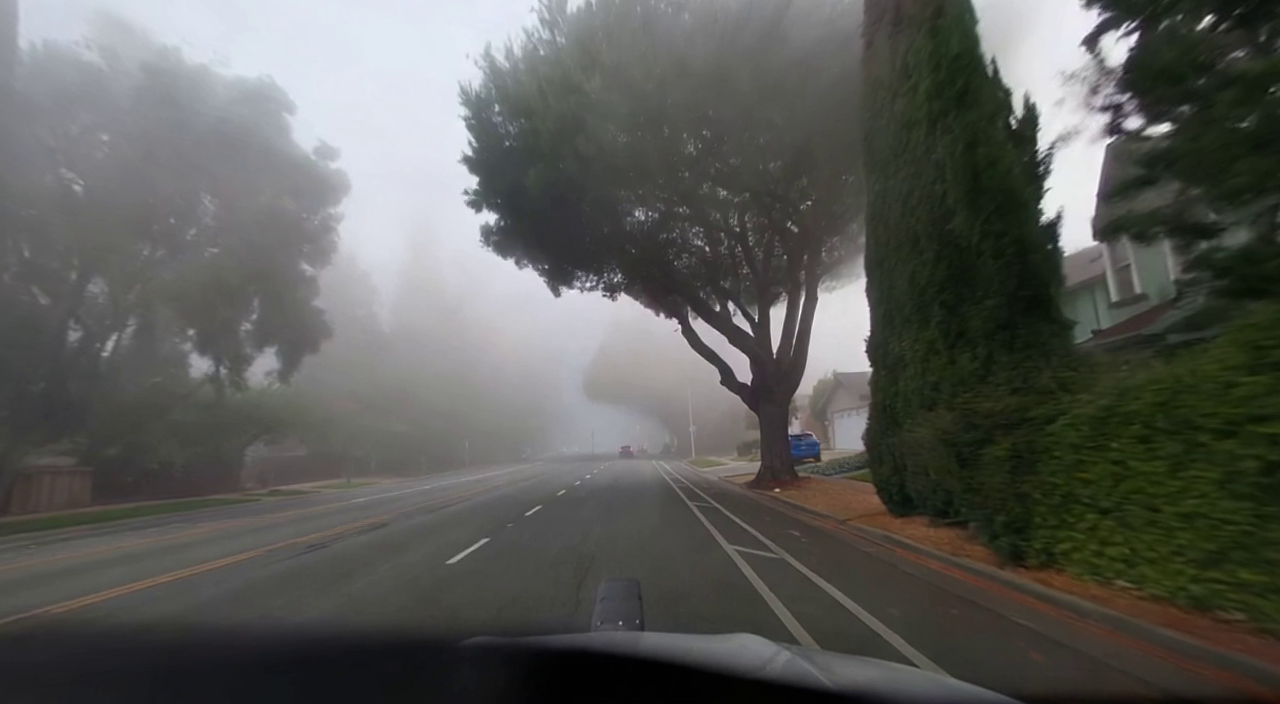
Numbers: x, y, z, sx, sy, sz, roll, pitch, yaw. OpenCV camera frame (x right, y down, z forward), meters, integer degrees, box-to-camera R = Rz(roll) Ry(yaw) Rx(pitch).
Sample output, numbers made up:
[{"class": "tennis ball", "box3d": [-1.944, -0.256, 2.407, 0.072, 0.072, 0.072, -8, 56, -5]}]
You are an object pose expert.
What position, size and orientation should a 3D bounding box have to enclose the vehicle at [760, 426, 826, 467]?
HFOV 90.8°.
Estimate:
[{"class": "vehicle", "box3d": [7.869, 4.993, 33.049, 2.051, 1.801, 4.785, -5, -9, -2]}]
